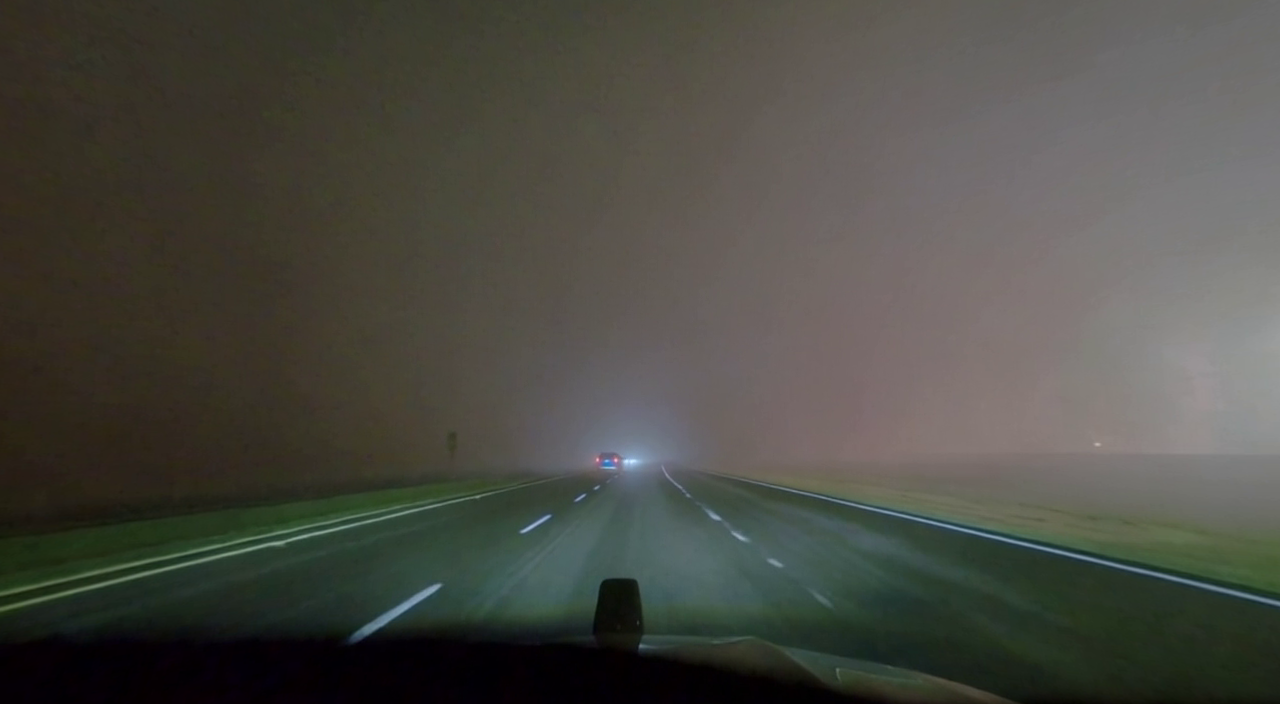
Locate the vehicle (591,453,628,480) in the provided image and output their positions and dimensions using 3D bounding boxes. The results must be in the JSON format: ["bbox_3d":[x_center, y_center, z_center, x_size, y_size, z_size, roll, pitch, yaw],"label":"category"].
[{"bbox_3d":[-1.884,7.311,40.559,2.053,1.647,4.252,-1,-9,2],"label":"vehicle"}]
